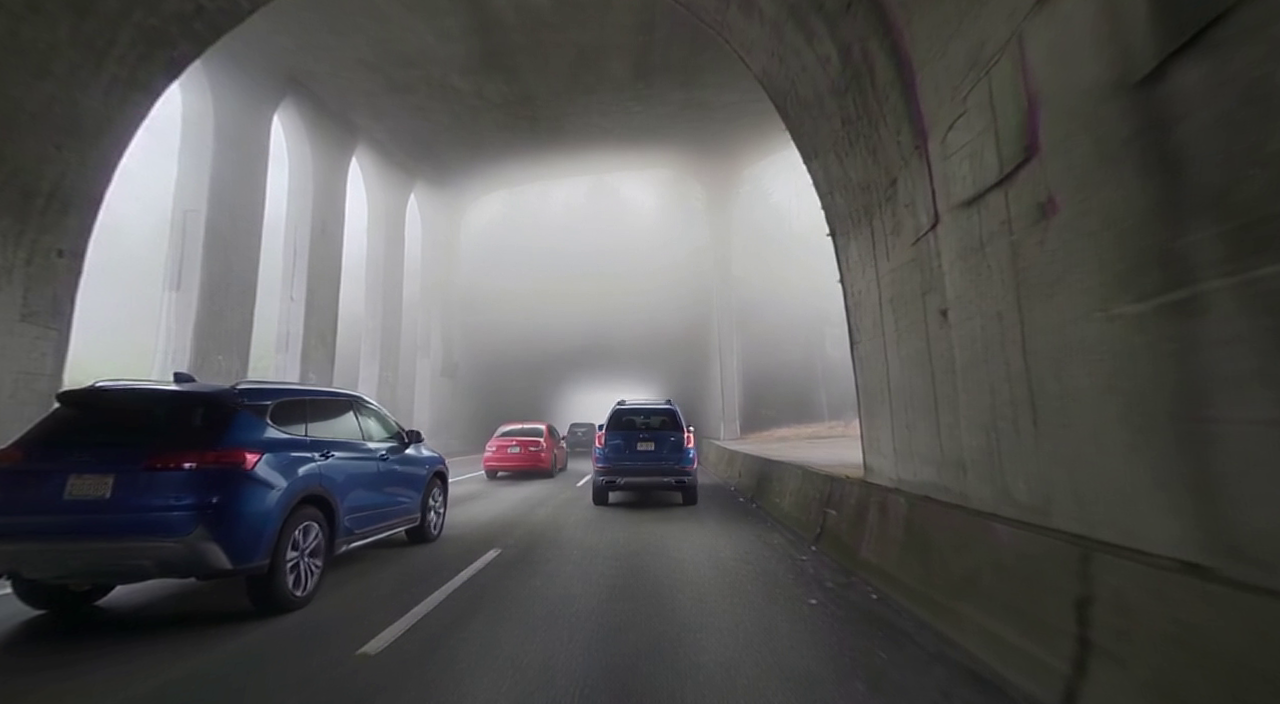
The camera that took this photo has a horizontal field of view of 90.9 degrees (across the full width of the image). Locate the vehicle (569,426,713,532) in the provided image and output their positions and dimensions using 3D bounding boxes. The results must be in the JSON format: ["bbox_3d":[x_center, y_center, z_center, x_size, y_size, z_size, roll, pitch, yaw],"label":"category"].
[{"bbox_3d":[0.076,2.099,10.978,2.020,1.478,4.092,0,-8,2],"label":"vehicle"}]

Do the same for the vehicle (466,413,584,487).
[{"bbox_3d":[-3.323,3.029,19.644,2.329,1.948,5.800,-1,-8,3],"label":"vehicle"}]

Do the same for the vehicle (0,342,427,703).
[{"bbox_3d":[-3.535,1.168,4.974,2.017,1.761,4.572,0,-8,1],"label":"vehicle"}]
